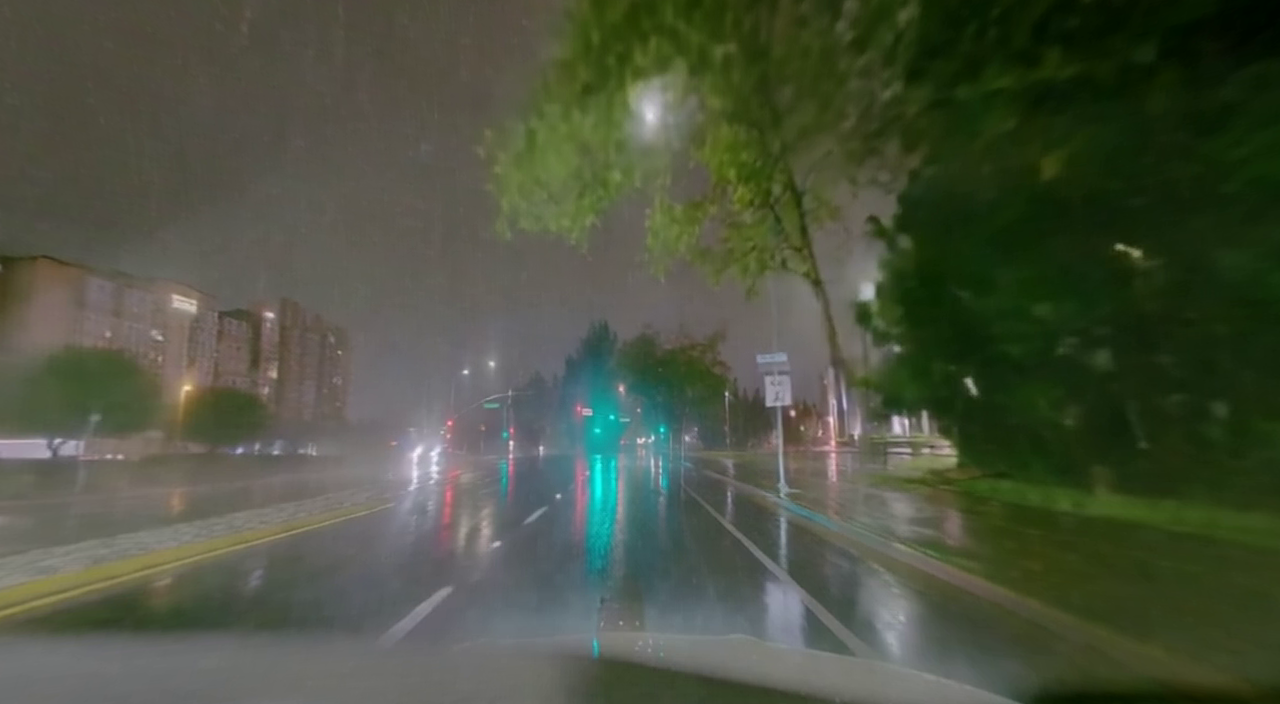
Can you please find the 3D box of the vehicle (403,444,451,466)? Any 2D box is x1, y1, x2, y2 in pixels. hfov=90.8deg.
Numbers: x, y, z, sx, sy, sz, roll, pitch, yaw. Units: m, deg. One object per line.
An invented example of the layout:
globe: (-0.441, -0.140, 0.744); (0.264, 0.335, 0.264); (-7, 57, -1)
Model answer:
vehicle: (-15.225, 7.392, 45.454); (1.898, 1.469, 4.577); (0, -9, 0)
